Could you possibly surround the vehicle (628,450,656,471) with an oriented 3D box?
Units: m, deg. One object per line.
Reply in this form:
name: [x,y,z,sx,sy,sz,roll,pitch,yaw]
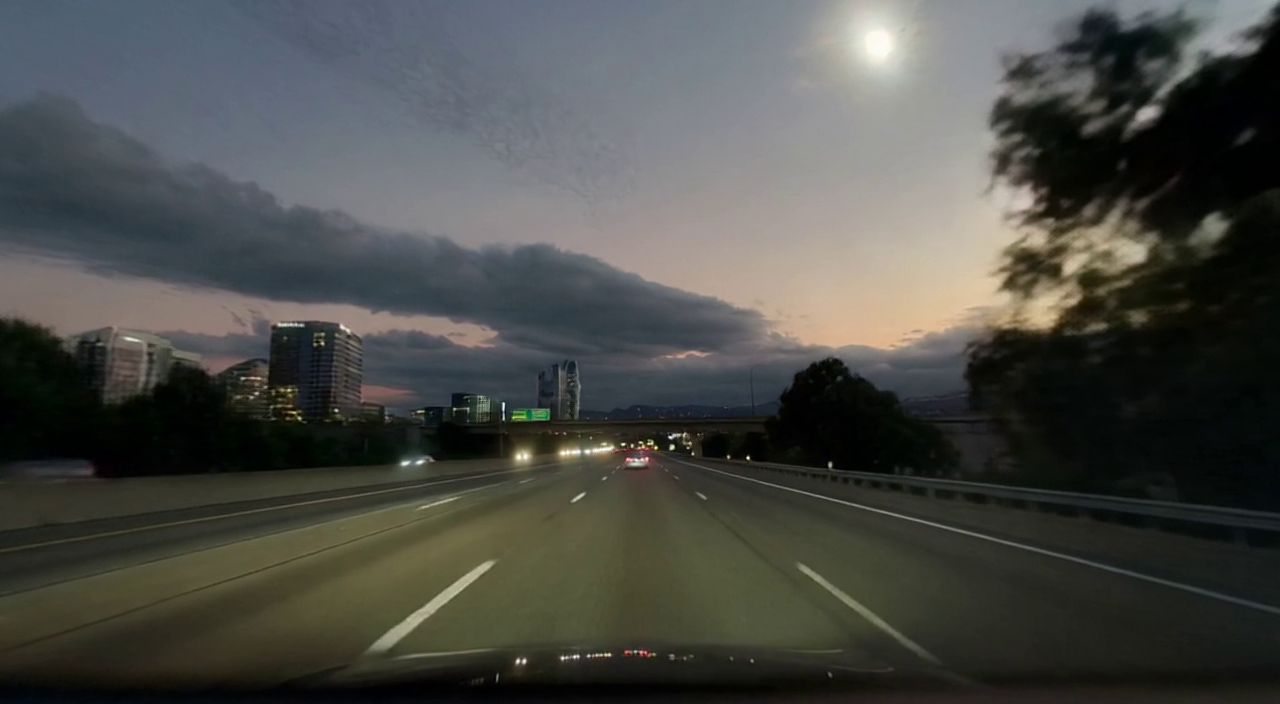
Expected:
vehicle: [0.141,8.449,49.225,2.113,1.537,4.208,0,-9,0]
